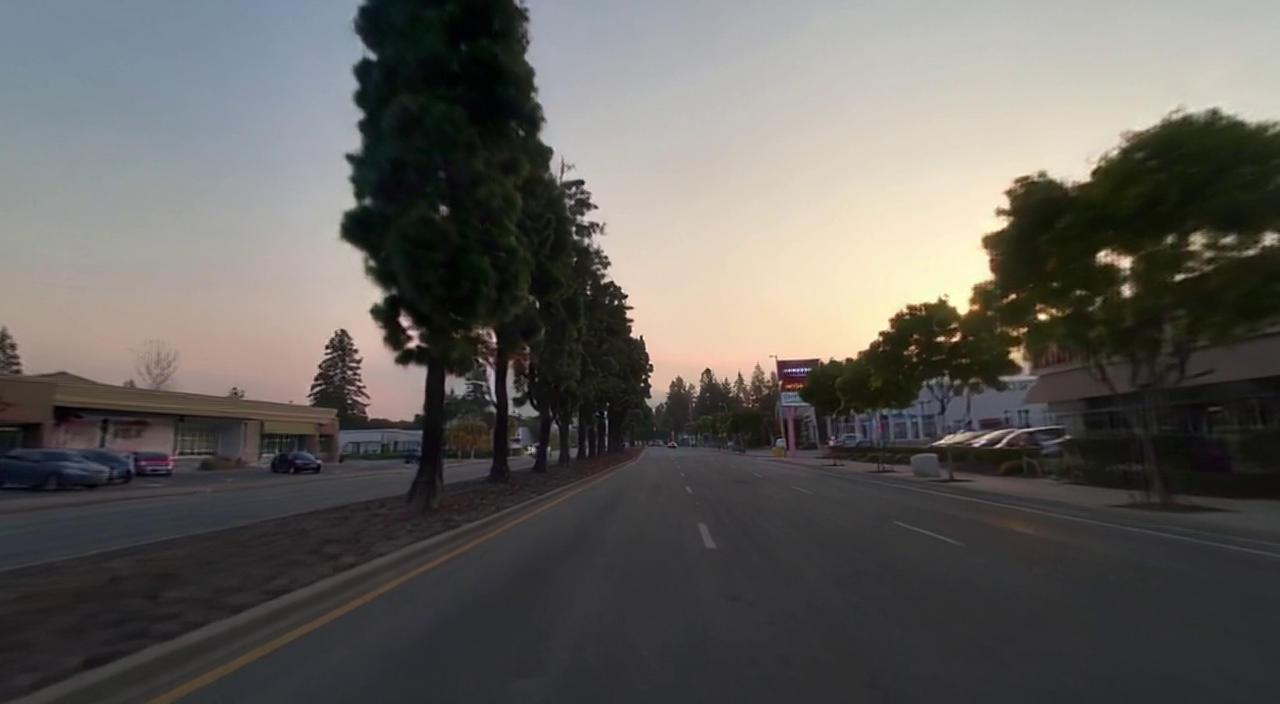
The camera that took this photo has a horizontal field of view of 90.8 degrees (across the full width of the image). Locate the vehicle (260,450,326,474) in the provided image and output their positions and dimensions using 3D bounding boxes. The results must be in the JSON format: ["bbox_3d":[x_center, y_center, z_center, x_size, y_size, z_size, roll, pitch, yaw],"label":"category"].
[{"bbox_3d":[-24.139,7.622,43.896,4.605,1.509,1.845,-5,-10,31],"label":"vehicle"}]

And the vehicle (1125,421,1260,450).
[{"bbox_3d":[34.984,5.341,40.201,6.073,1.758,2.439,-1,-9,4],"label":"vehicle"}]

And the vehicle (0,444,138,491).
[{"bbox_3d":[-27.665,5.388,29.894,2.139,1.987,5.536,-5,-10,32],"label":"vehicle"}]

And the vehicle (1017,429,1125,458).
[{"bbox_3d":[21.698,4.635,31.944,4.095,1.386,1.784,0,-8,2],"label":"vehicle"}]
